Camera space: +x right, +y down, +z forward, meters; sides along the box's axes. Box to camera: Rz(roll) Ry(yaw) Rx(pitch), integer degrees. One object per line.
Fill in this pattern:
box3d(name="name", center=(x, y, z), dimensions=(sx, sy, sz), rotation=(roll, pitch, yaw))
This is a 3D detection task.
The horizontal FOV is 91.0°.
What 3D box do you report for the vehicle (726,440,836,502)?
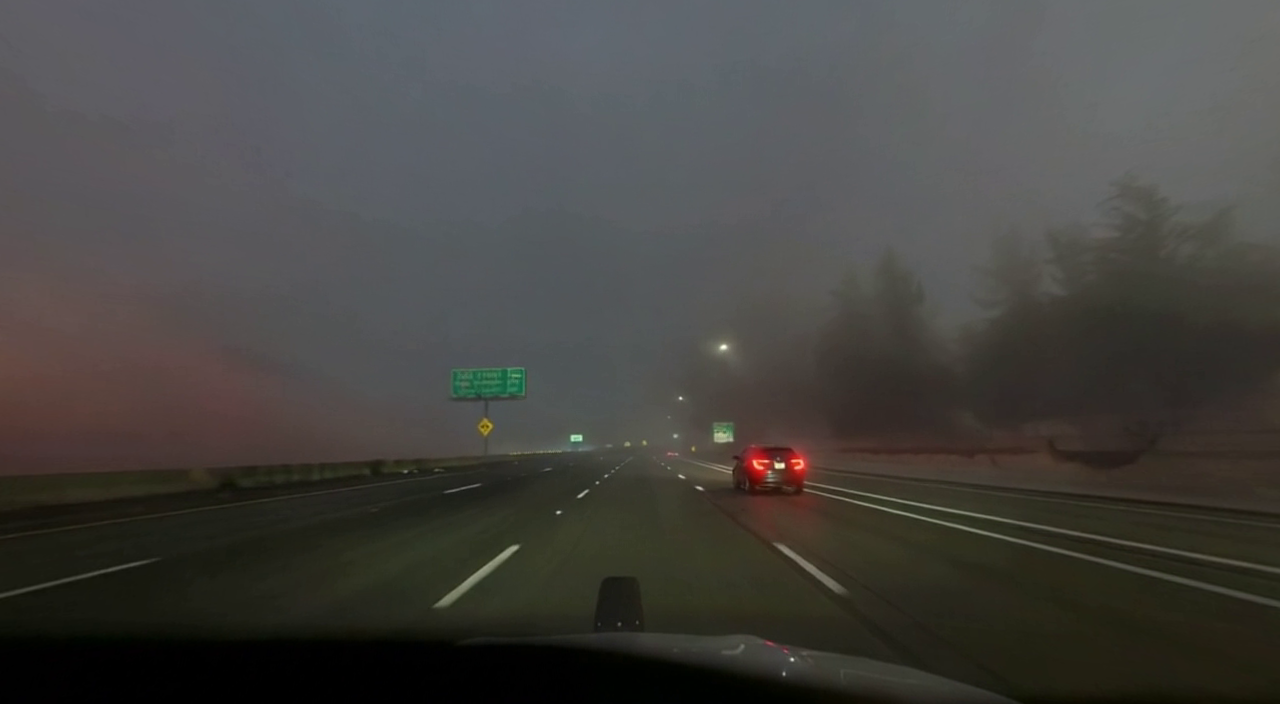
box3d(name="vehicle", center=(3.764, 3.258, 17.652), dimensions=(2.033, 1.501, 4.398), rotation=(0, -9, 0))
